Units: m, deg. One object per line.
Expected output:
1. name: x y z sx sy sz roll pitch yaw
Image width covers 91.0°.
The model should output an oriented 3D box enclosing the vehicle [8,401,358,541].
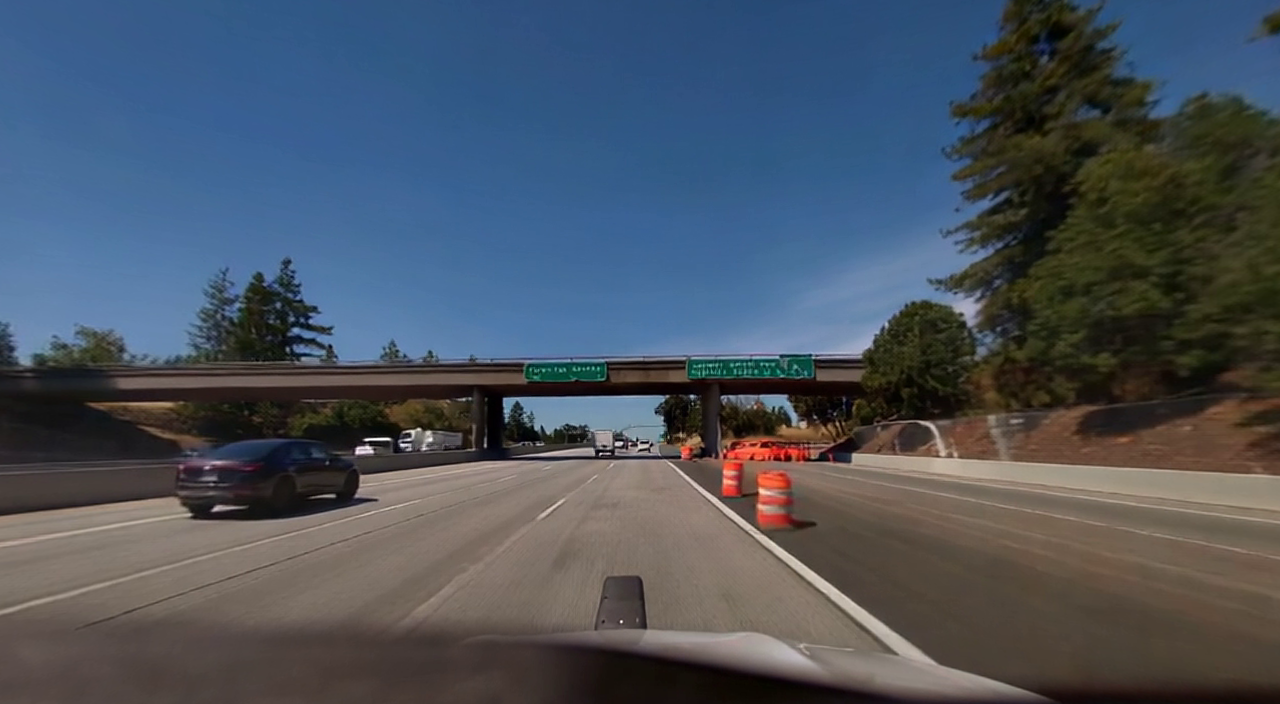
1. vehicle: -6.977 1.889 10.593 2.103 1.775 4.966 0 -8 0

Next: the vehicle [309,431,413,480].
1. vehicle: -10.498 3.933 24.105 1.964 1.662 4.367 0 -8 0
